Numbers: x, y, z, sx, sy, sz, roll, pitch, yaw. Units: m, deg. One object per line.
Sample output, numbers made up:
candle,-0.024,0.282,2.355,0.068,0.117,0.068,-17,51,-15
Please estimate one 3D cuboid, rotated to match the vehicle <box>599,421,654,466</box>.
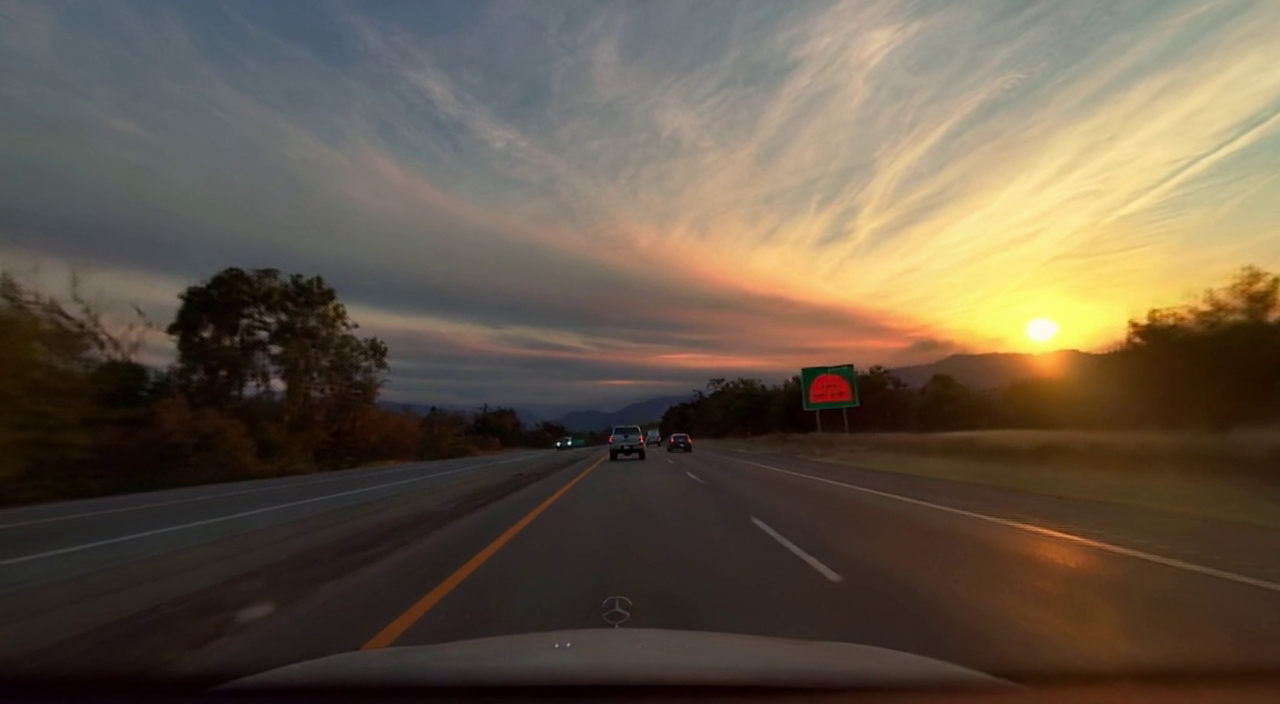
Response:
vehicle,-0.654,4.486,31.033,2.503,2.044,4.633,0,-8,-1
